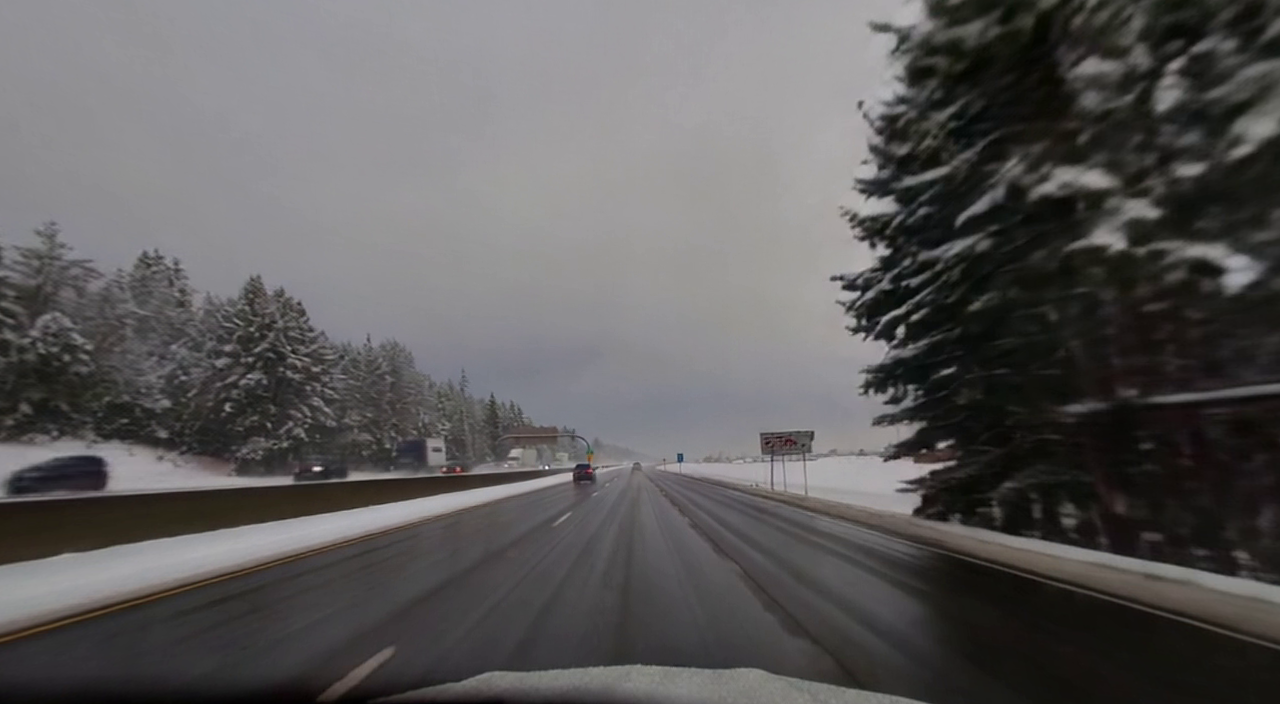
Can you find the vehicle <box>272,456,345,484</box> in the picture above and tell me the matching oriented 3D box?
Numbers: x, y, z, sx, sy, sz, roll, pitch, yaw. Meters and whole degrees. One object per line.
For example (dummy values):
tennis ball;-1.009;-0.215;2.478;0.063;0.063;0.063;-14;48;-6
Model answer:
vehicle;-19.127;6.863;36.623;1.906;1.490;4.203;1;-10;0
